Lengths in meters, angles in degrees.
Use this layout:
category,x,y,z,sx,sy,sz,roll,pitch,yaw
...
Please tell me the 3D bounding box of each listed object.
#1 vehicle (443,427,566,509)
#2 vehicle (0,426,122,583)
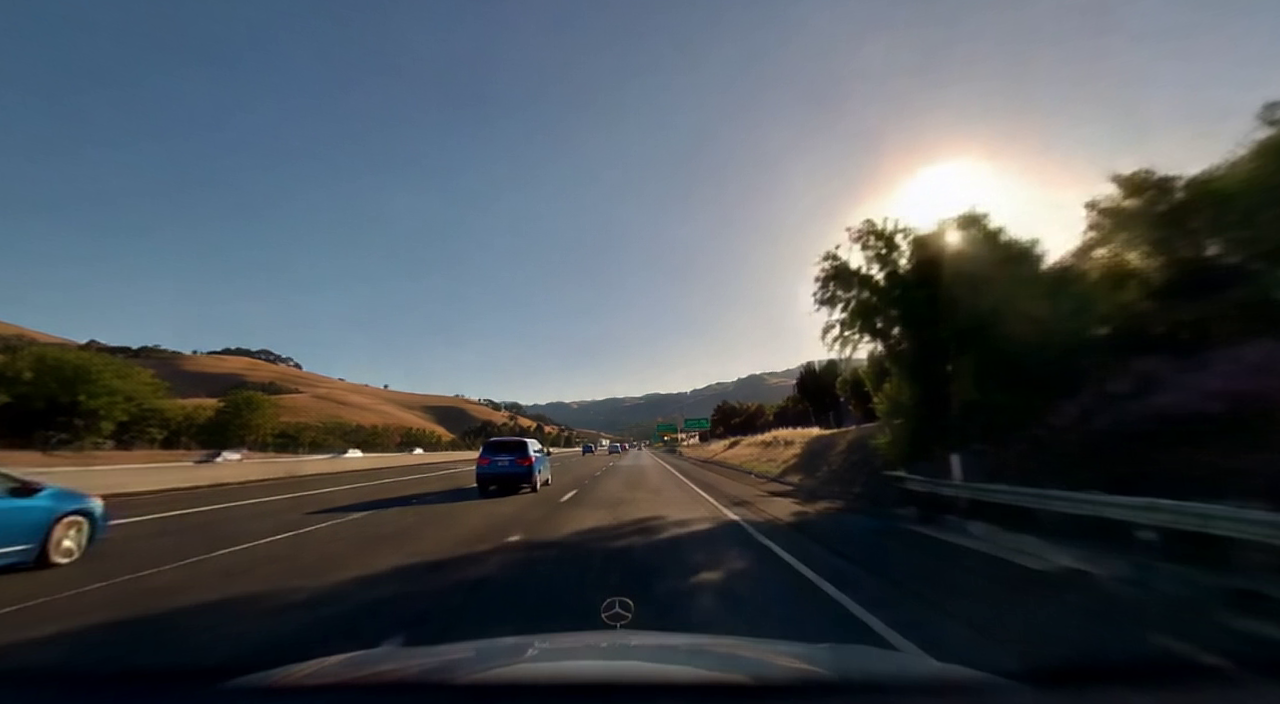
category,x,y,z,sx,sy,sz,roll,pitch,yaw
vehicle,-3.223,2.876,16.141,2.029,1.753,4.718,0,-8,1
vehicle,-7.203,1.357,5.259,1.930,1.508,4.567,0,-8,-1
